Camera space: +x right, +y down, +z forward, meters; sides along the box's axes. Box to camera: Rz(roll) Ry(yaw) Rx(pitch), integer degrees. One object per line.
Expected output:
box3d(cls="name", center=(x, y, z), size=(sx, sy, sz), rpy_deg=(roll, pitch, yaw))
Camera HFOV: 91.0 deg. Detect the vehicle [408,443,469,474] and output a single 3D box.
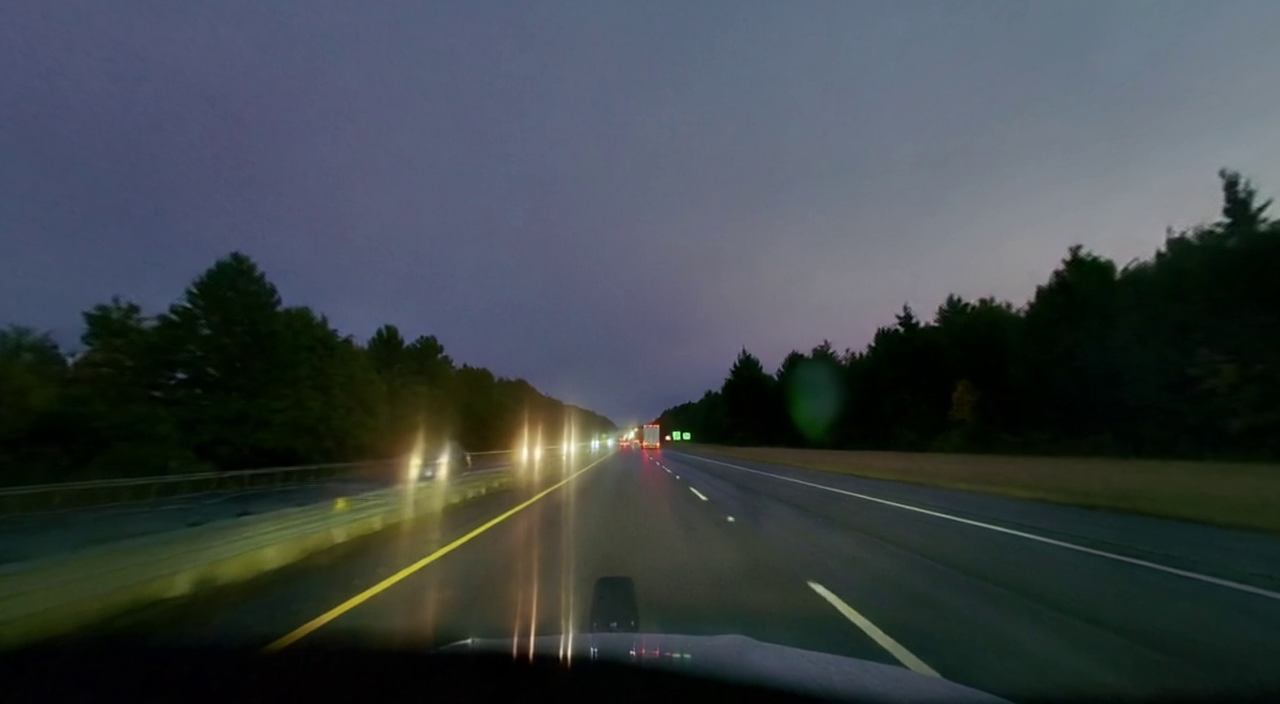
box3d(cls="vehicle", center=(-9.833, 5.191, 30.946), size=(1.779, 1.397, 3.665), rpy_deg=(-1, -8, 0))
